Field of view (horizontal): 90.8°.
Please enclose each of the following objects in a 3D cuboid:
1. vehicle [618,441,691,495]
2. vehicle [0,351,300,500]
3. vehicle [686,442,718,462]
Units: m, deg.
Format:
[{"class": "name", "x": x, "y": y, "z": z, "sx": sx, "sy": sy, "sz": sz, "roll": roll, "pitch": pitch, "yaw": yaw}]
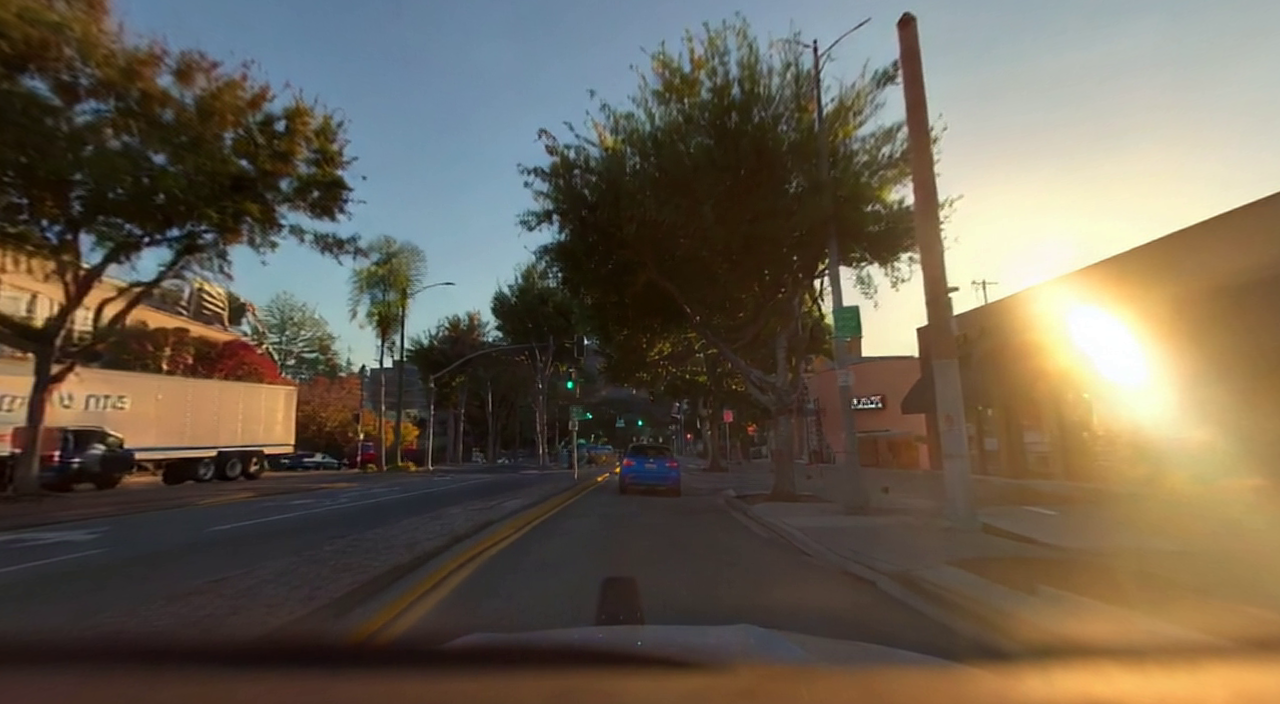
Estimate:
[{"class": "vehicle", "x": 0.487, "y": 3.510, "z": 19.534, "sx": 2.006, "sy": 1.470, "sz": 3.799, "roll": 0, "pitch": -9, "yaw": 3}, {"class": "vehicle", "x": -17.436, "y": 2.541, "z": 20.819, "sx": 2.792, "sy": 4.025, "sz": 11.784, "roll": -3, "pitch": -9, "yaw": 20}, {"class": "vehicle", "x": 4.900, "y": 7.844, "z": 49.576, "sx": 2.012, "sy": 1.468, "sz": 4.169, "roll": -1, "pitch": -9, "yaw": 11}]
